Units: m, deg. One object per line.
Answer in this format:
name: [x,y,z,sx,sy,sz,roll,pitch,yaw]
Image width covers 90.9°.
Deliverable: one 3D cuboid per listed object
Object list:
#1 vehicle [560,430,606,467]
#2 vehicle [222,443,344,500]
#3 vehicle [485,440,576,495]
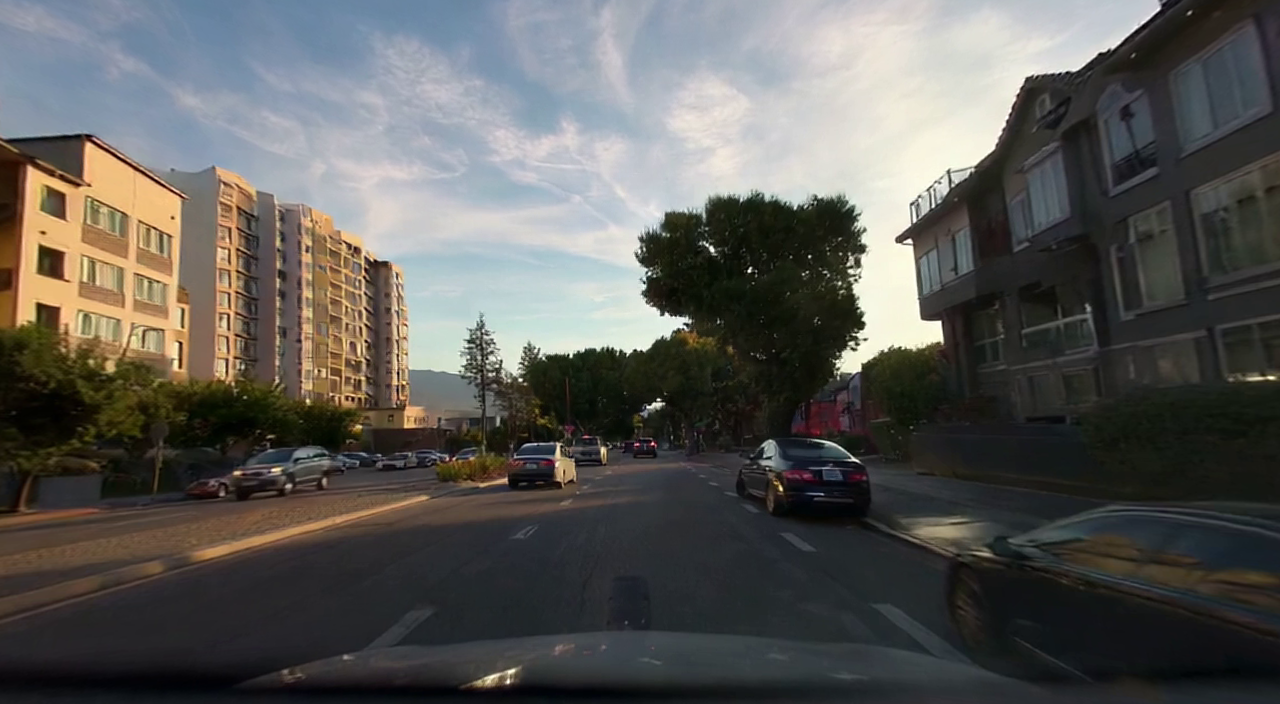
vehicle: [-3.217,5.575,36.537,2.152,1.987,4.527,0,-9,1]
vehicle: [-12.822,4.274,23.081,2.017,1.804,4.712,0,-9,-5]
vehicle: [-3.066,3.322,18.548,1.959,1.406,4.272,0,-9,0]
